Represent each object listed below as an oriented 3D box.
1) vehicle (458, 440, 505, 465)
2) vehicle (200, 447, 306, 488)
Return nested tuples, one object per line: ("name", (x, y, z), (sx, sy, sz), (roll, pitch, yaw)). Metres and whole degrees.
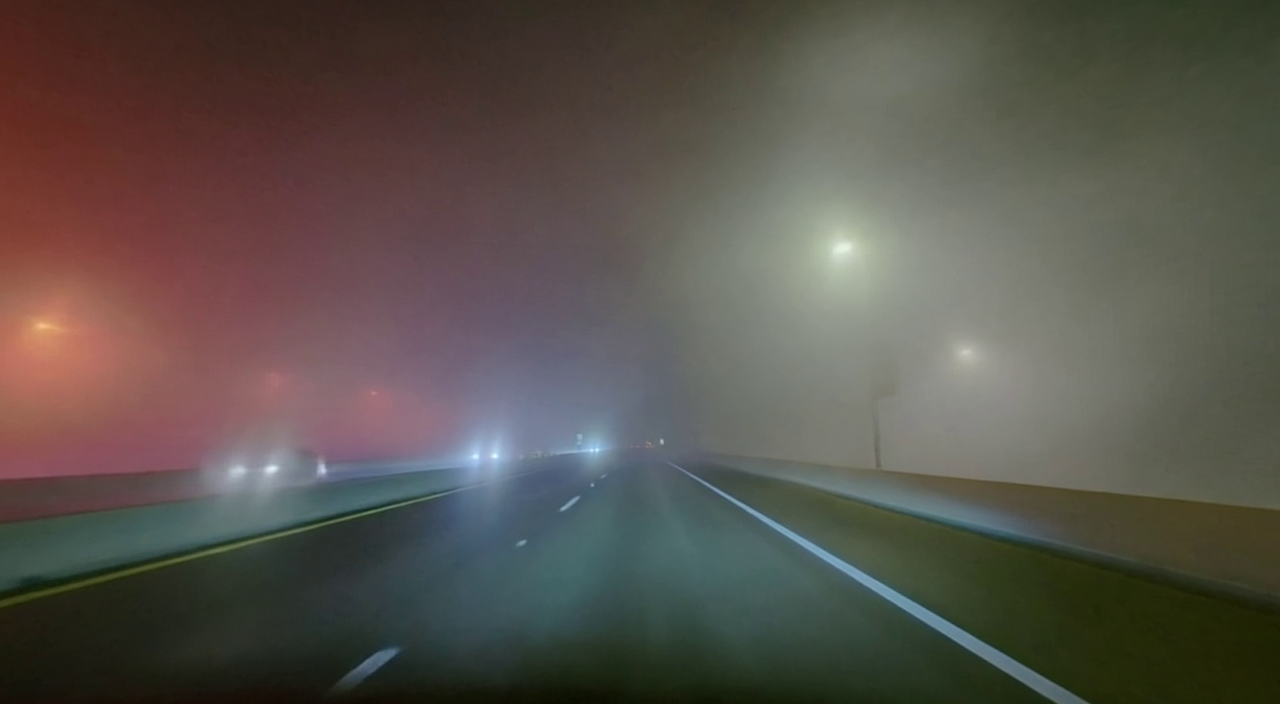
("vehicle", (-11.506, 7.298, 46.019), (2.044, 1.690, 5.155), (0, -8, 0))
("vehicle", (-16.024, 4.778, 26.320), (1.825, 1.537, 4.025), (0, -8, 1))
